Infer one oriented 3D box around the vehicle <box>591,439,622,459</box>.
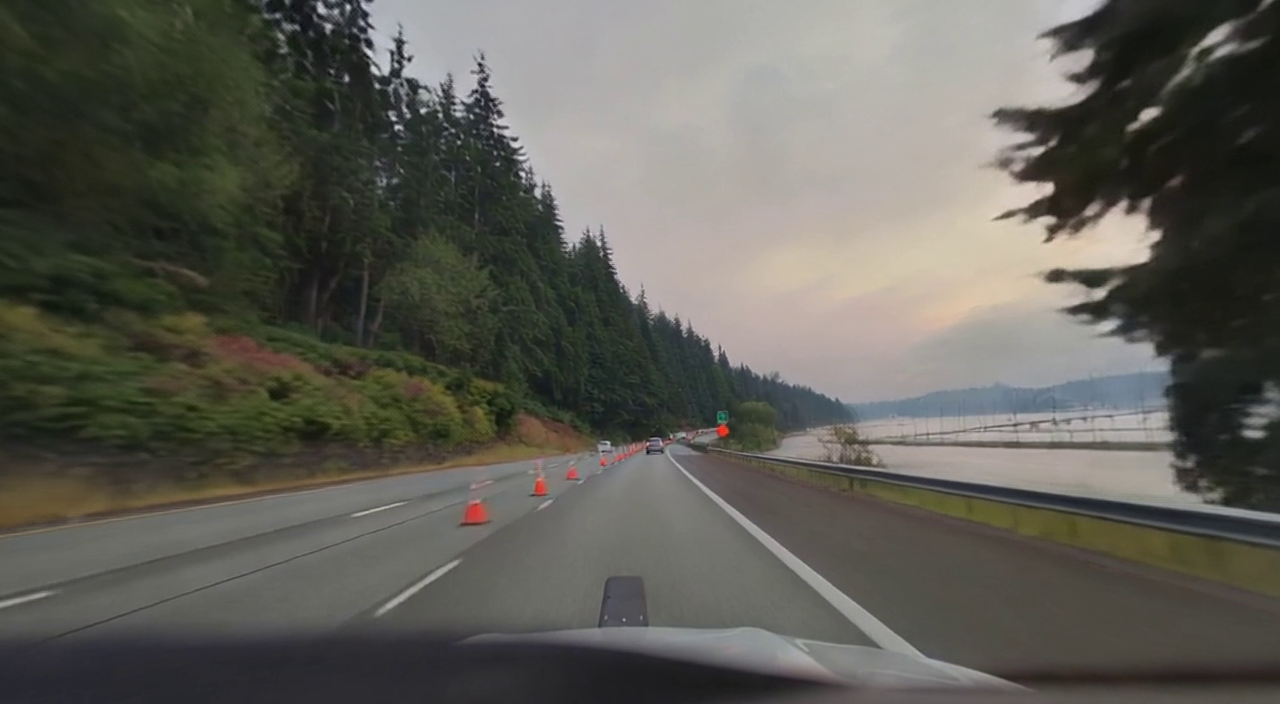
[{"bbox_3d":[-2.585,7.593,49.341,2.118,1.475,4.263,0,-8,2],"label":"vehicle"}]
